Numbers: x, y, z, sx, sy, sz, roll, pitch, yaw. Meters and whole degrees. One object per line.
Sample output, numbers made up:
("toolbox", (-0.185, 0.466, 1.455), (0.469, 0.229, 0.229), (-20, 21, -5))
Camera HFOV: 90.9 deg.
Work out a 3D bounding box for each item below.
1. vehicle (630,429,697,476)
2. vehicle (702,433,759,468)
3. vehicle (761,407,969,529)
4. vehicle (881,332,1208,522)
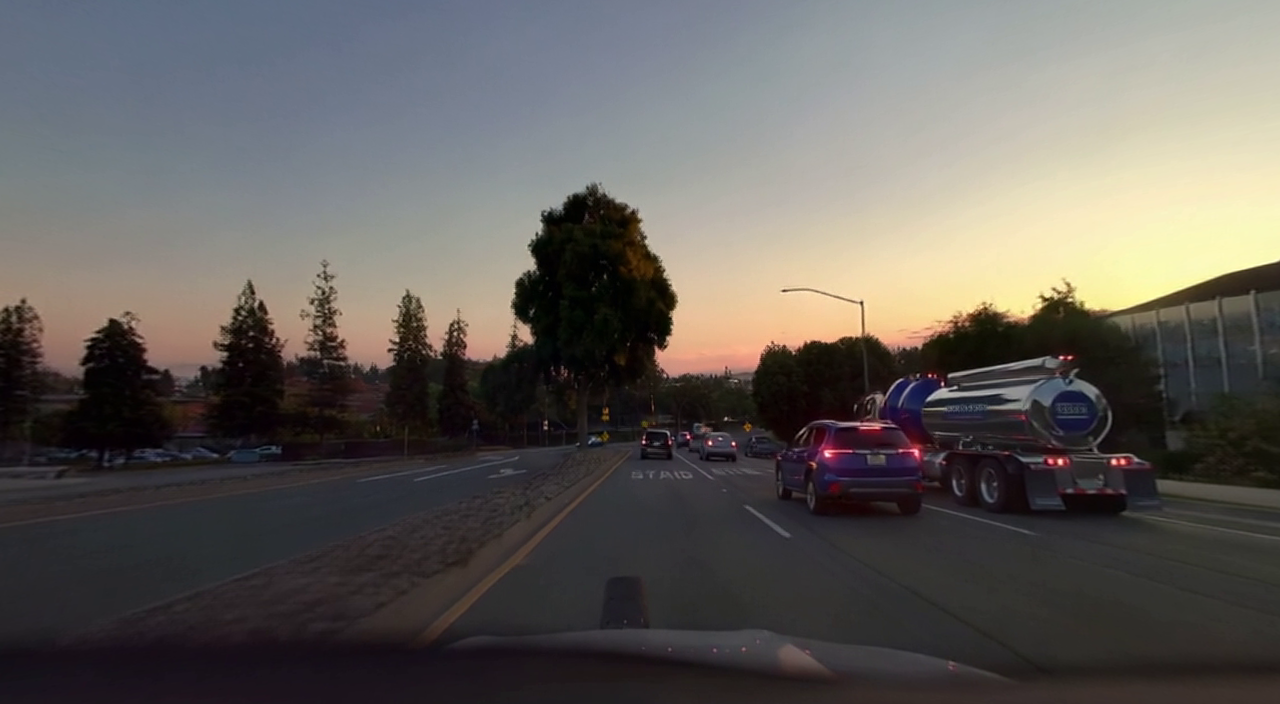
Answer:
("vehicle", (0.774, 3.549, 22.429), (2.148, 1.488, 4.002), (0, -8, 1))
("vehicle", (4.016, 4.450, 28.554), (1.917, 1.475, 4.081), (0, -8, -1))
("vehicle", (3.654, 1.997, 11.332), (2.045, 1.729, 4.532), (0, -8, 0))
("vehicle", (8.031, 1.704, 13.858), (2.849, 3.207, 6.275), (0, -8, -1))
